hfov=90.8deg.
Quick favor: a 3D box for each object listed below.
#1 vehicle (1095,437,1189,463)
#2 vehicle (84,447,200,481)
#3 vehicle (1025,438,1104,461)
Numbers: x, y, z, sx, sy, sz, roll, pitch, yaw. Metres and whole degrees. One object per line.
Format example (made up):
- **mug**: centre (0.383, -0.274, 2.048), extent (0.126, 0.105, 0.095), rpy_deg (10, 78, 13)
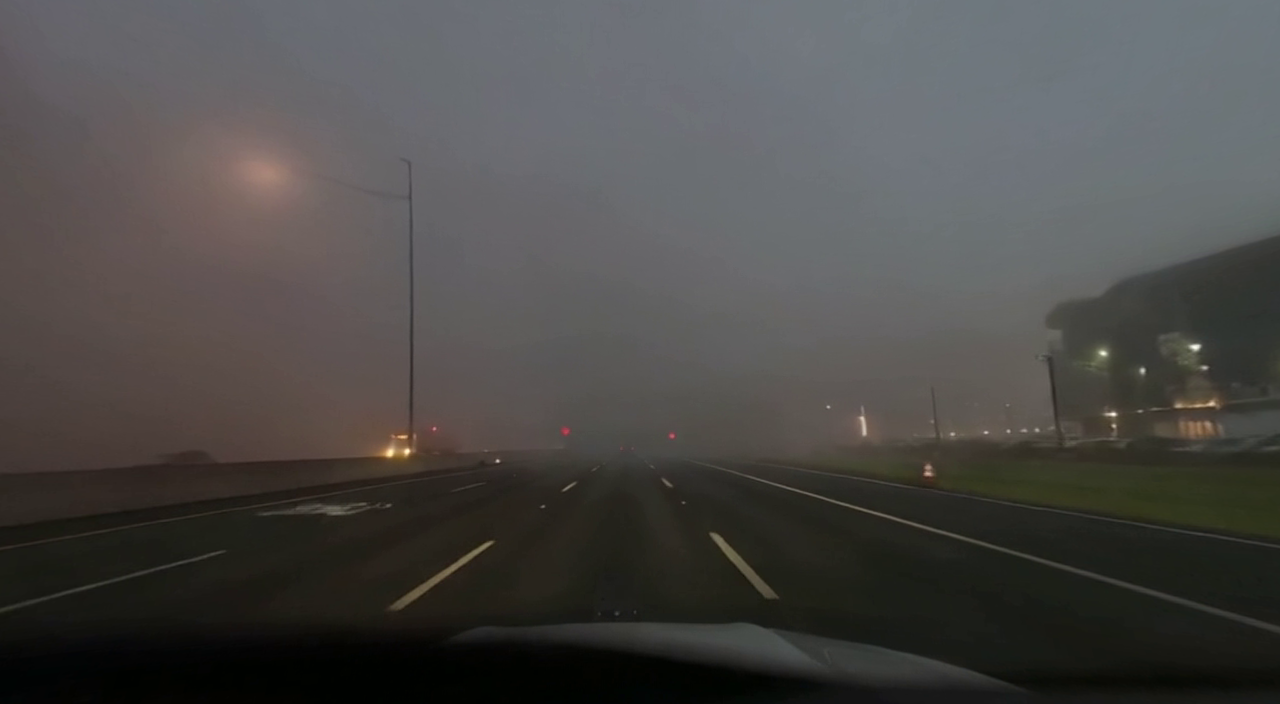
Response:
- **vehicle**: centre (29.573, 5.784, 37.305), extent (3.869, 1.464, 1.920), rpy_deg (0, -9, -1)
- **vehicle**: centre (-24.342, 5.477, 31.172), extent (1.927, 1.547, 4.724), rpy_deg (0, -9, -1)
- **vehicle**: centre (30.220, 6.962, 45.103), extent (4.160, 1.547, 1.986), rpy_deg (0, -9, -1)
